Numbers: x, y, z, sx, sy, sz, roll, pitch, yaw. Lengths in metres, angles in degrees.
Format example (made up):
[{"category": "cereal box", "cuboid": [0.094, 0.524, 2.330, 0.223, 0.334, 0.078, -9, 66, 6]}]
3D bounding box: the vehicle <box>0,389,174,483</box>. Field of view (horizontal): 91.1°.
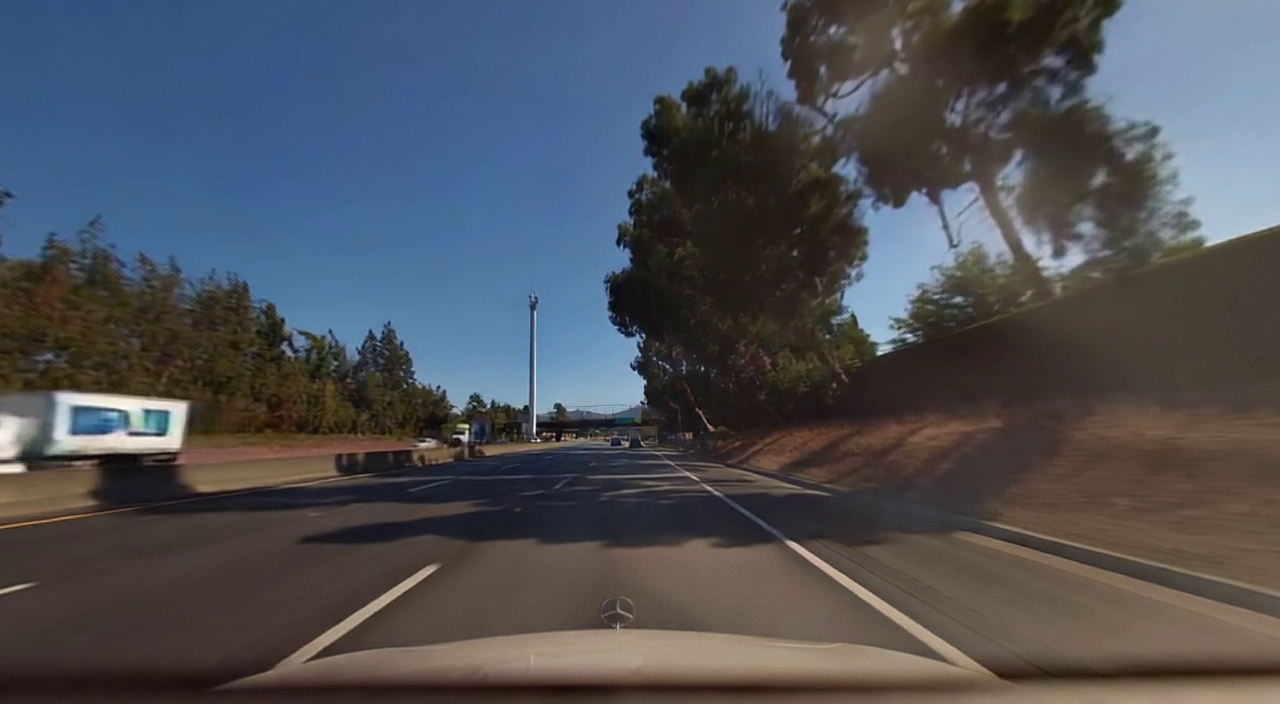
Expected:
[{"category": "vehicle", "cuboid": [-24.812, 3.651, 27.430, 2.904, 3.487, 7.840, 0, -8, -1]}]
